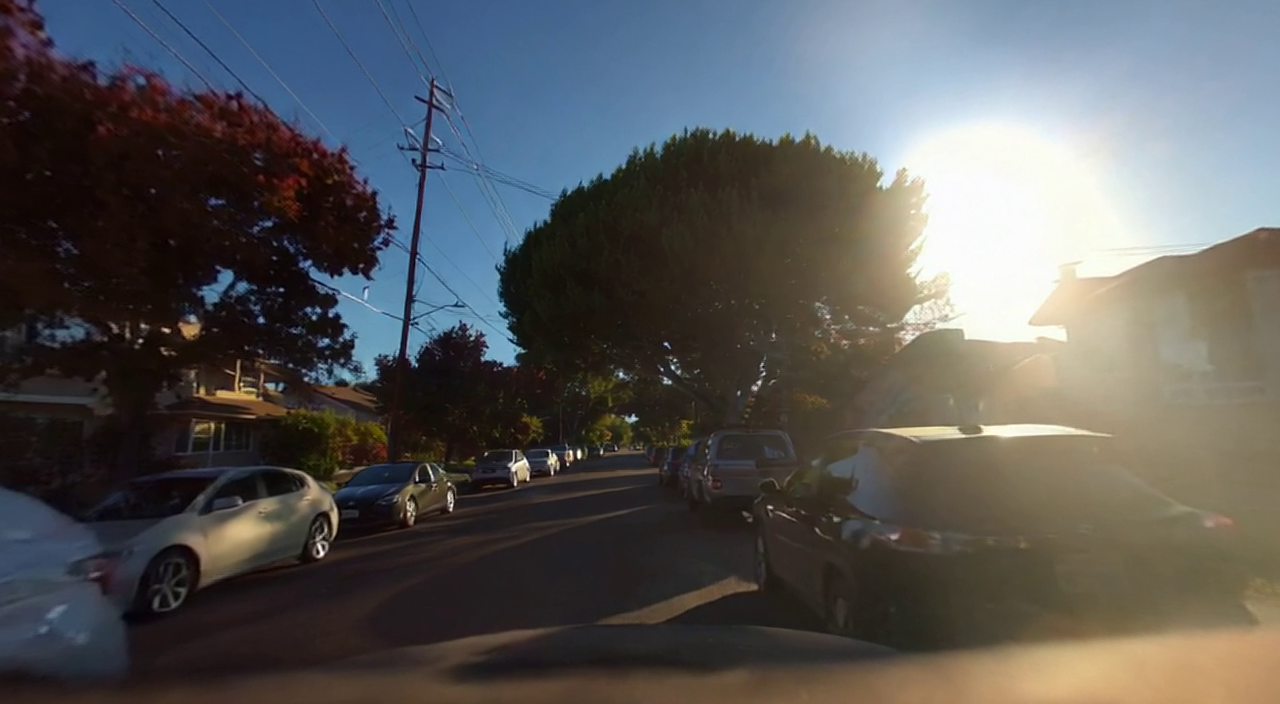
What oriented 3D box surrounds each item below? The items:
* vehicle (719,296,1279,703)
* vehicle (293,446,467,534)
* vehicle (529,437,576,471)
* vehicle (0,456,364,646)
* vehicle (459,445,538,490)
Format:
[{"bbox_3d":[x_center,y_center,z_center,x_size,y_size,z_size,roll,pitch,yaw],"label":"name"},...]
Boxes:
[{"bbox_3d":[1.940,1.041,4.471,2.032,1.839,4.597,0,-8,-2],"label":"vehicle"},{"bbox_3d":[-5.255,2.800,13.502,1.796,1.532,4.244,0,-8,2],"label":"vehicle"},{"bbox_3d":[-5.373,6.358,39.669,2.280,1.953,5.092,0,-8,-1],"label":"vehicle"},{"bbox_3d":[-5.191,1.969,7.305,1.932,1.431,4.198,-1,-8,3],"label":"vehicle"},{"bbox_3d":[-5.276,4.346,24.246,1.988,1.541,4.686,0,-8,0],"label":"vehicle"}]
